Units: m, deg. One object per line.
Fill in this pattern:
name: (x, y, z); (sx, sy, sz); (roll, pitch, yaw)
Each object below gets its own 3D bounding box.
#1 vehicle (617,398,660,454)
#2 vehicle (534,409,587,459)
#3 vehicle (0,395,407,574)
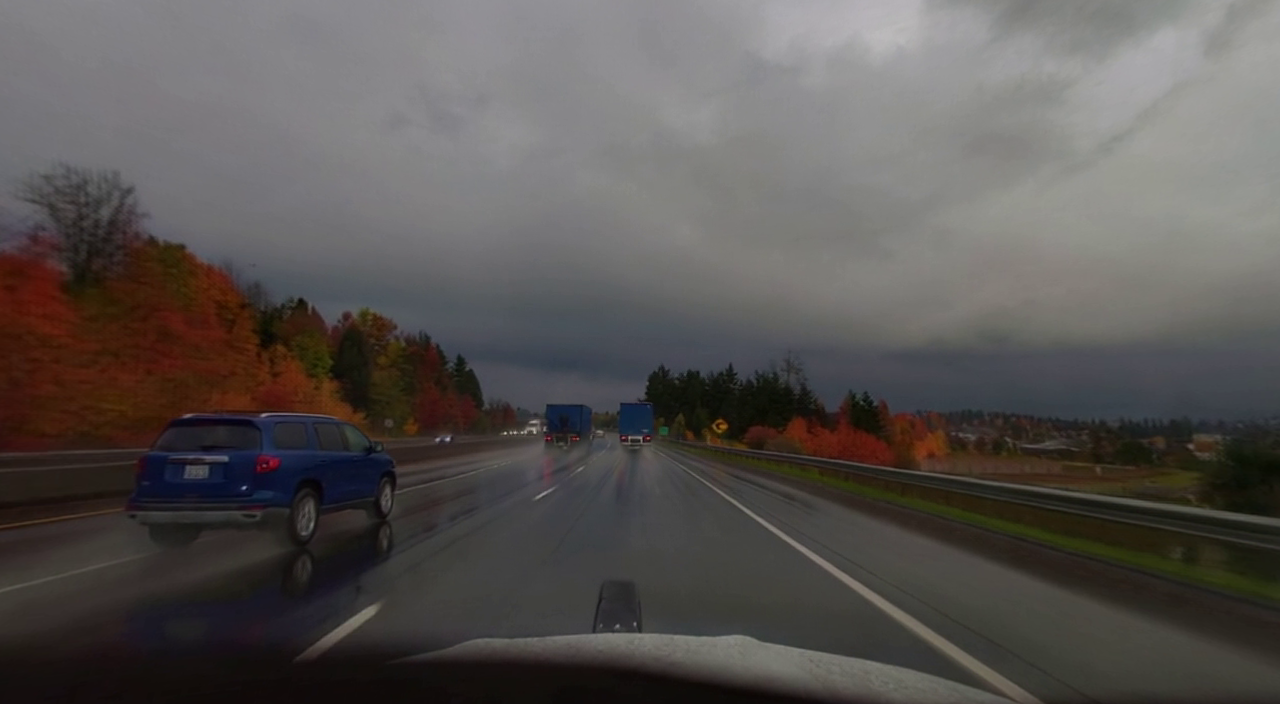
vehicle: (-0.242, 5.918, 49.738); (3.078, 3.955, 8.774); (0, -8, -2)
vehicle: (-4.599, 4.861, 37.317); (2.383, 2.726, 5.677); (0, -8, 0)
vehicle: (-4.944, 1.549, 8.216); (2.089, 1.669, 4.515); (0, -8, -1)
